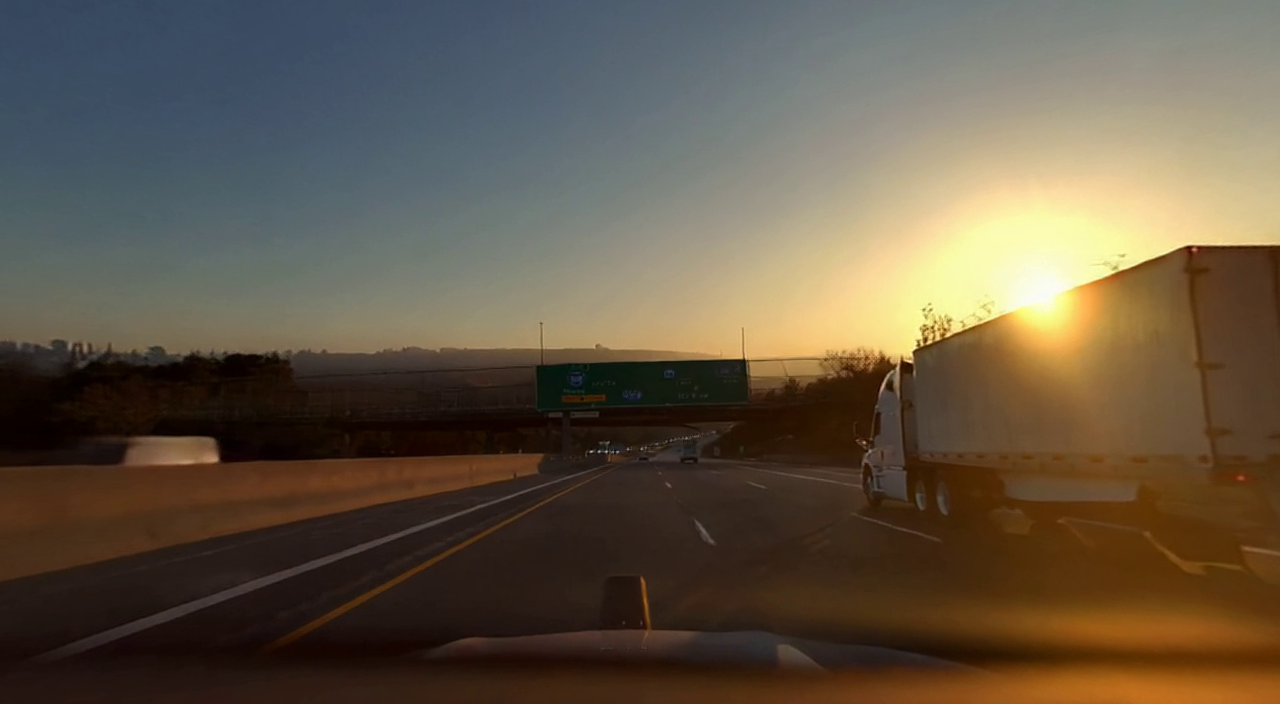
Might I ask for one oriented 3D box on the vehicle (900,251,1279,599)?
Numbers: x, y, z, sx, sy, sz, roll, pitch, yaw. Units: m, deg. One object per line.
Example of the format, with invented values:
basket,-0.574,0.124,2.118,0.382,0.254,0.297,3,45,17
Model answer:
vehicle,6.923,1.191,9.537,2.690,3.197,7.515,0,-9,0
